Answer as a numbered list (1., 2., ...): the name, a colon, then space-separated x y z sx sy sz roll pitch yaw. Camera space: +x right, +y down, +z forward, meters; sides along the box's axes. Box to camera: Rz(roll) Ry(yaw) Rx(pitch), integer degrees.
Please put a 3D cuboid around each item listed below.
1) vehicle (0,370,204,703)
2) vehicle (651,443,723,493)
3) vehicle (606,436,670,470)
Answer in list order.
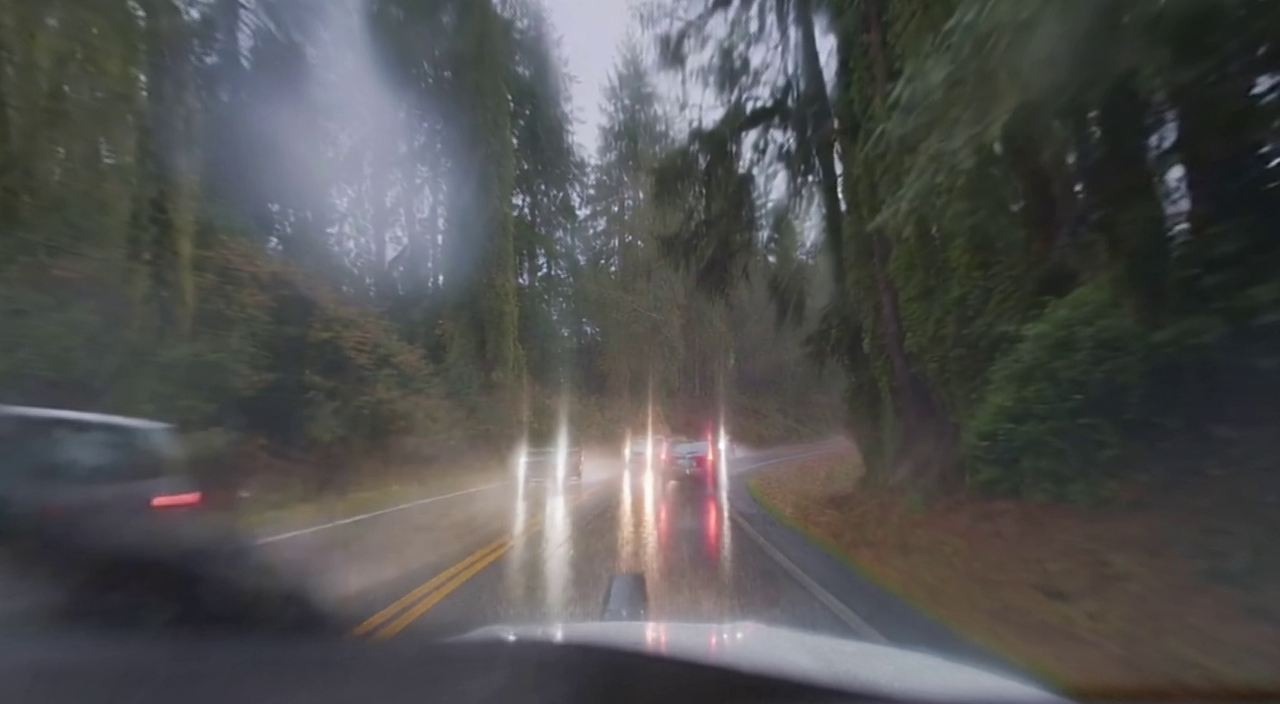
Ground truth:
1. vehicle: -4.157 0.828 2.126 2.173 1.738 4.297 0 -9 2
2. vehicle: 1.777 4.022 22.304 2.274 1.583 4.349 -1 -9 8
3. vehicle: -0.034 5.584 34.985 2.347 1.757 4.359 -2 -9 17
